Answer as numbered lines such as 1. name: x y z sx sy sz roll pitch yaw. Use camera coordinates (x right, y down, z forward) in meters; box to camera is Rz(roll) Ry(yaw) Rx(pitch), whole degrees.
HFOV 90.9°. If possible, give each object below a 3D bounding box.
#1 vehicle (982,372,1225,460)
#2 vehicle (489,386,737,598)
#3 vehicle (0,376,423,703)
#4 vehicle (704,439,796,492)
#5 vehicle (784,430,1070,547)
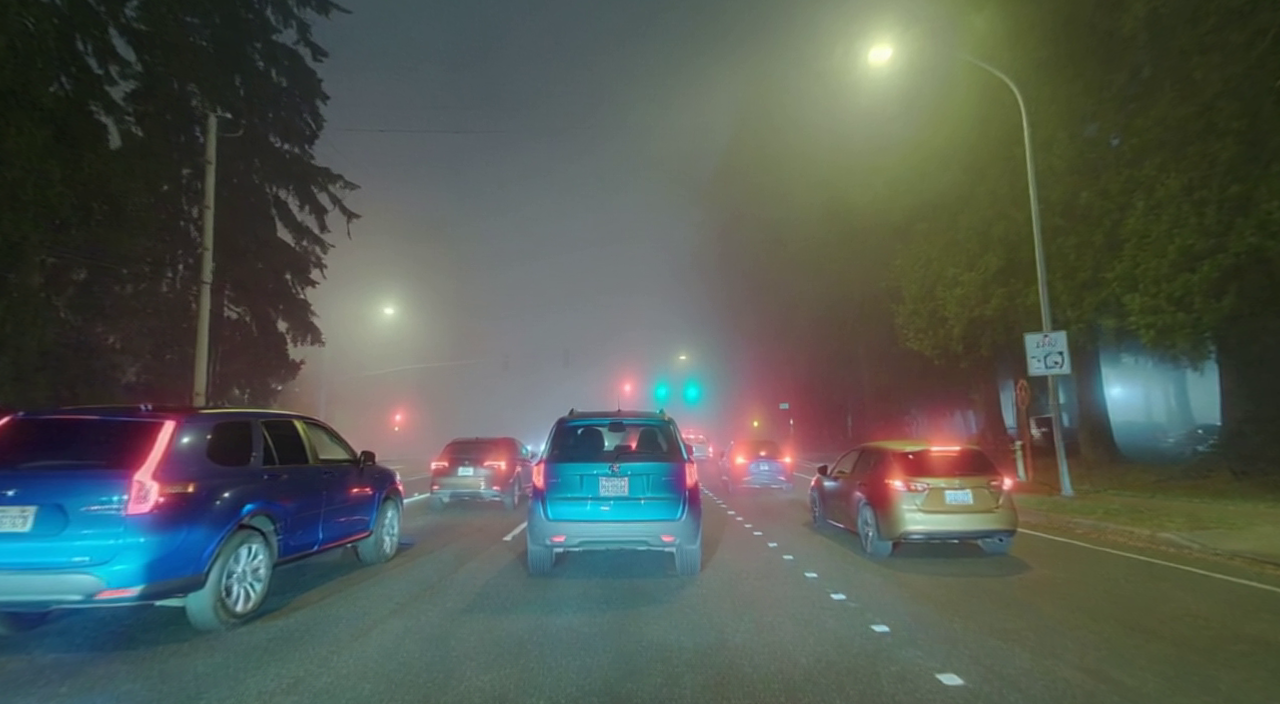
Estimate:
1. vehicle: 17.889 2.539 24.681 7.314 3.230 2.680 0 -8 -2
2. vehicle: -0.224 1.535 7.758 2.132 1.816 4.471 0 -8 0
3. vehicle: -3.709 1.298 5.493 2.039 1.709 4.265 0 -8 1
4. vehicle: 3.271 3.466 19.686 1.996 1.443 4.270 0 -8 -1
5. vehicle: 4.302 2.107 10.557 2.036 1.480 4.659 1 -9 -9
